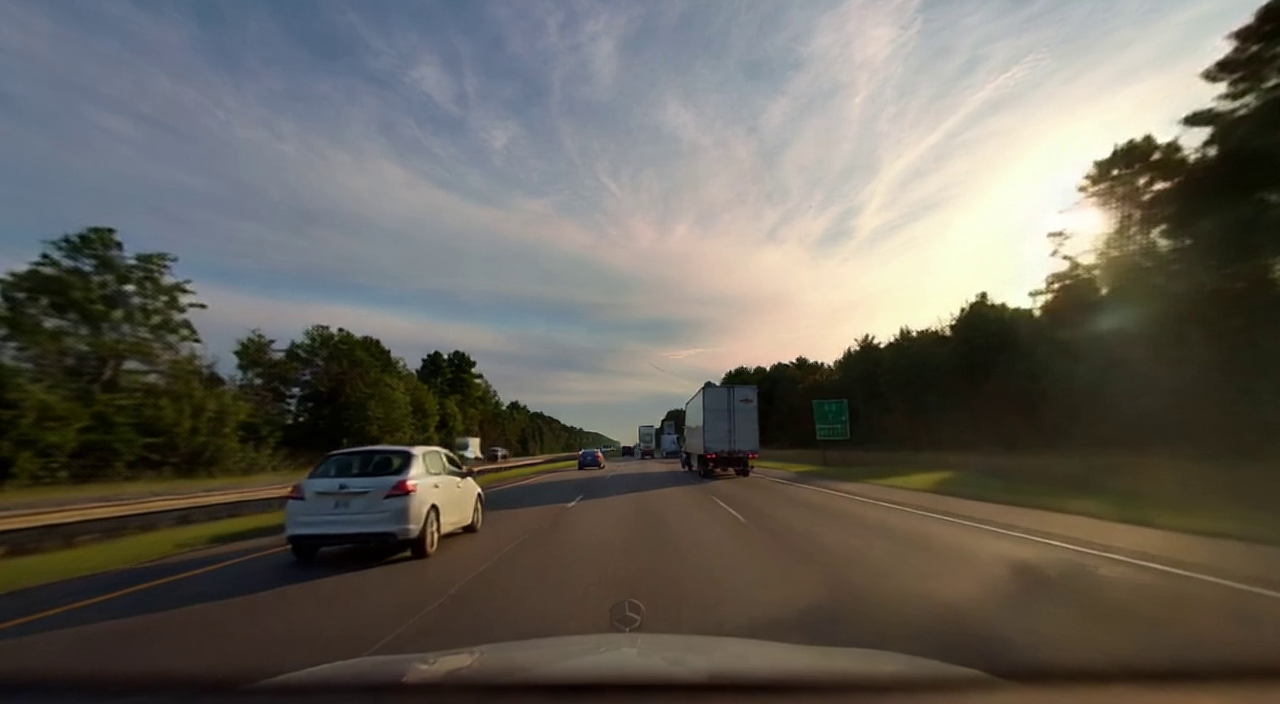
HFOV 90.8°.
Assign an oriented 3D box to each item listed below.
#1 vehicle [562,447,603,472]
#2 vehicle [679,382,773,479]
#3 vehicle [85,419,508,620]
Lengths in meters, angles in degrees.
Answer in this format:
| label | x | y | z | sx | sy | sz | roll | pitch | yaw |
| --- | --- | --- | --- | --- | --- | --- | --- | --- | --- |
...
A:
| label | x | y | z | sx | sy | sz | roll | pitch | yaw |
| --- | --- | --- | --- | --- | --- | --- | --- | --- | --- |
| vehicle | -3.521 | 6.678 | 39.480 | 2.121 | 1.445 | 4.651 | 0 | -9 | 0 |
| vehicle | 4.065 | 4.439 | 33.930 | 2.974 | 4.083 | 14.389 | 0 | -9 | 0 |
| vehicle | -3.169 | 1.680 | 7.385 | 2.104 | 1.526 | 4.940 | 0 | -9 | 1 |
